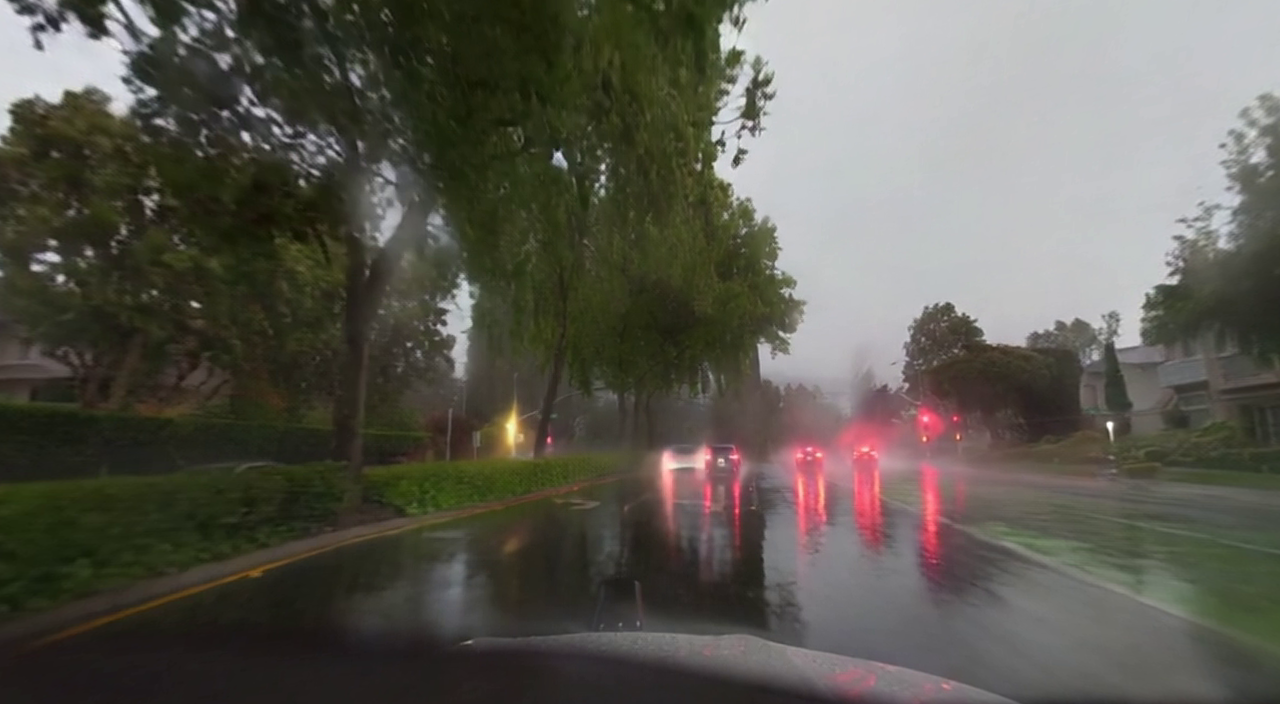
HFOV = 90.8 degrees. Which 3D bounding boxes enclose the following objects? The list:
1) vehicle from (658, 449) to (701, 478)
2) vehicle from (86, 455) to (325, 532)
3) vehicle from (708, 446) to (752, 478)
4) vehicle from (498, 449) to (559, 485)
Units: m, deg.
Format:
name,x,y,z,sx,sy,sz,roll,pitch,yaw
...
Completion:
name,x,y,z,sx,sy,sz,roll,pitch,yaw
vehicle,2.229,6.092,34.812,1.923,1.498,3.887,-2,-9,10
vehicle,-10.068,3.266,15.288,1.947,1.486,4.862,-1,-9,7
vehicle,5.201,6.234,36.201,2.286,1.701,4.395,-2,-9,9
vehicle,-5.651,5.868,32.601,2.029,1.667,4.504,-1,-9,4
